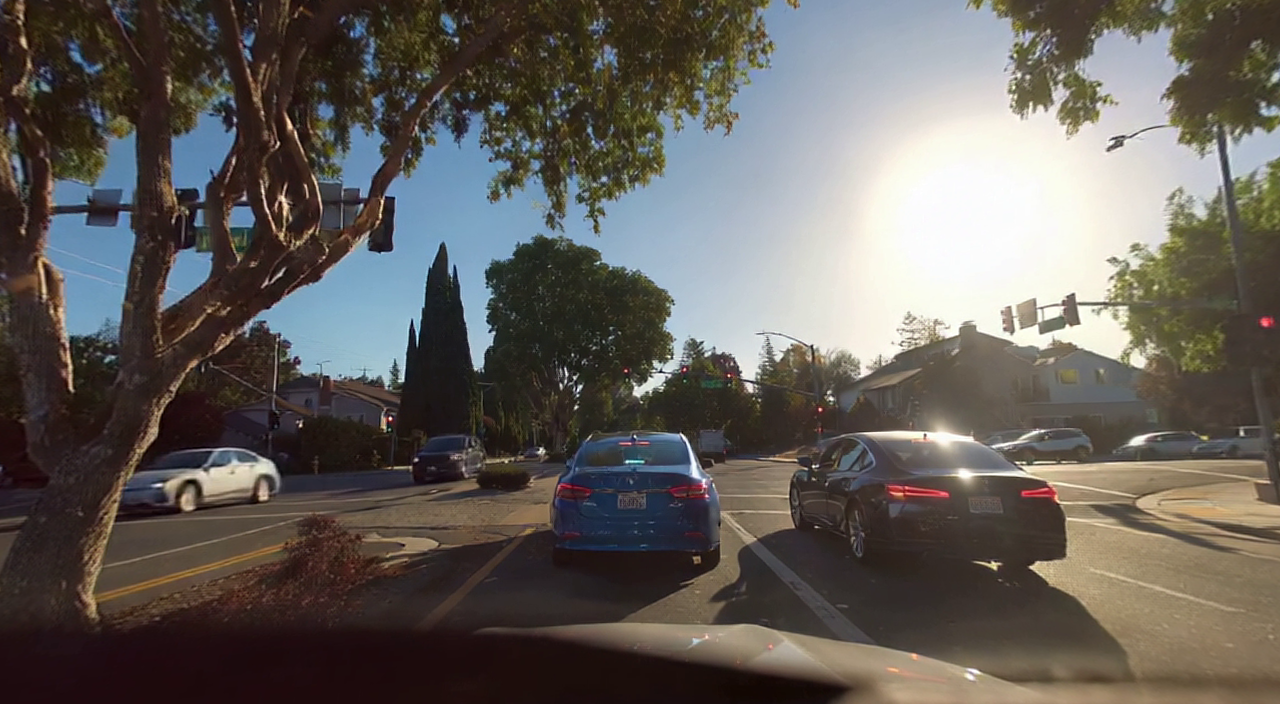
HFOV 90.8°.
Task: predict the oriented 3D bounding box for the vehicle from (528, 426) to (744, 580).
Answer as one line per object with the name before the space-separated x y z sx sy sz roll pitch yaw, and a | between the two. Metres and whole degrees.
vehicle | -0.054 1.779 8.262 2.103 1.478 4.073 0 -8 -1

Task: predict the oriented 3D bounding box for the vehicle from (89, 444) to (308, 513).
vehicle | -11.423 3.265 16.973 2.102 1.531 5.072 -1 -9 2

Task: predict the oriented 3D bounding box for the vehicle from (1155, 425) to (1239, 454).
vehicle | 41.703 6.580 47.336 4.388 2.079 1.960 0 -8 -3

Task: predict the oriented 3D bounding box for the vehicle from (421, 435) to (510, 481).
vehicle | -7.441 4.580 27.608 2.383 1.779 4.973 0 -8 1

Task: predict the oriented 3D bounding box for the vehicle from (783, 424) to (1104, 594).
vehicle | 3.187 1.714 7.764 1.913 1.505 4.097 0 -8 0

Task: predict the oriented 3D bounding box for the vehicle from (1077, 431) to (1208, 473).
vehicle | 23.988 4.774 30.286 4.520 1.762 2.005 -1 -8 -1
